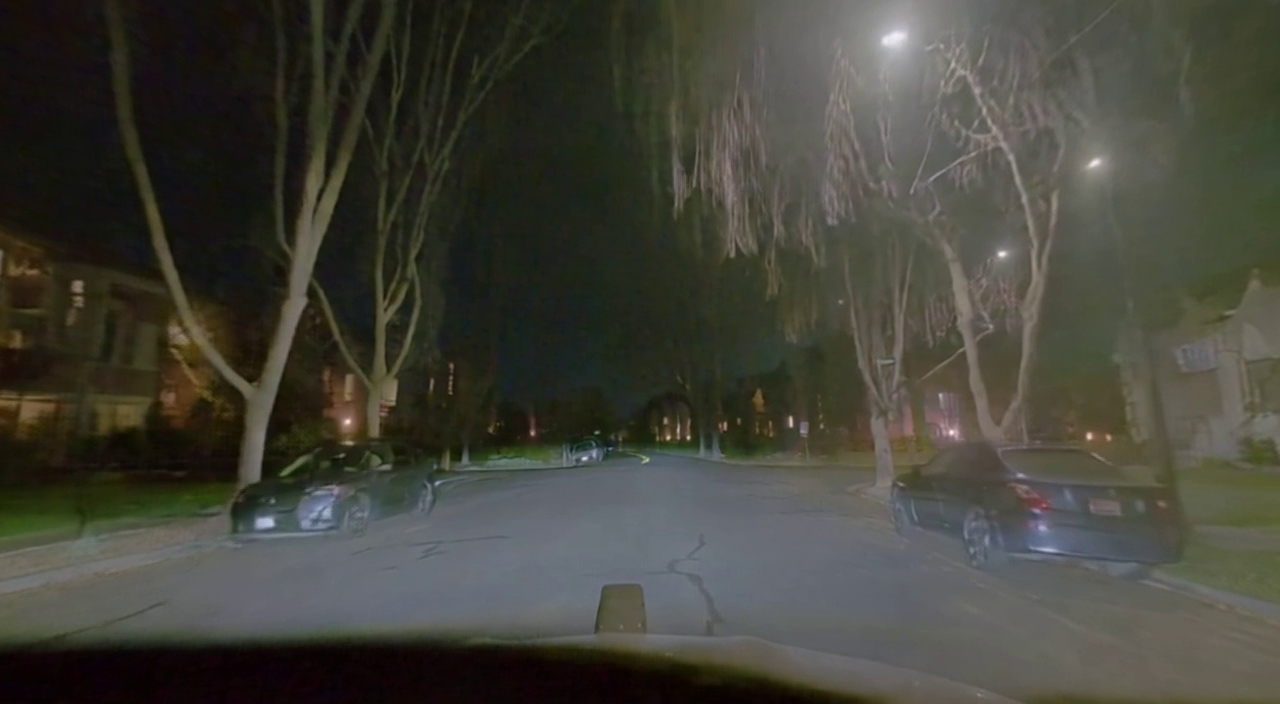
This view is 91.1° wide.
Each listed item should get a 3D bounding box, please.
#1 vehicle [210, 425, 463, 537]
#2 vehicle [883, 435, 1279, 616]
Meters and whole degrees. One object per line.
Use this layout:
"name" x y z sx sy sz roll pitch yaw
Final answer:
"vehicle" -5.098 2.300 11.467 1.943 1.433 4.717 -6 -11 5
"vehicle" 4.624 1.732 7.546 1.931 1.395 4.793 1 -8 6
